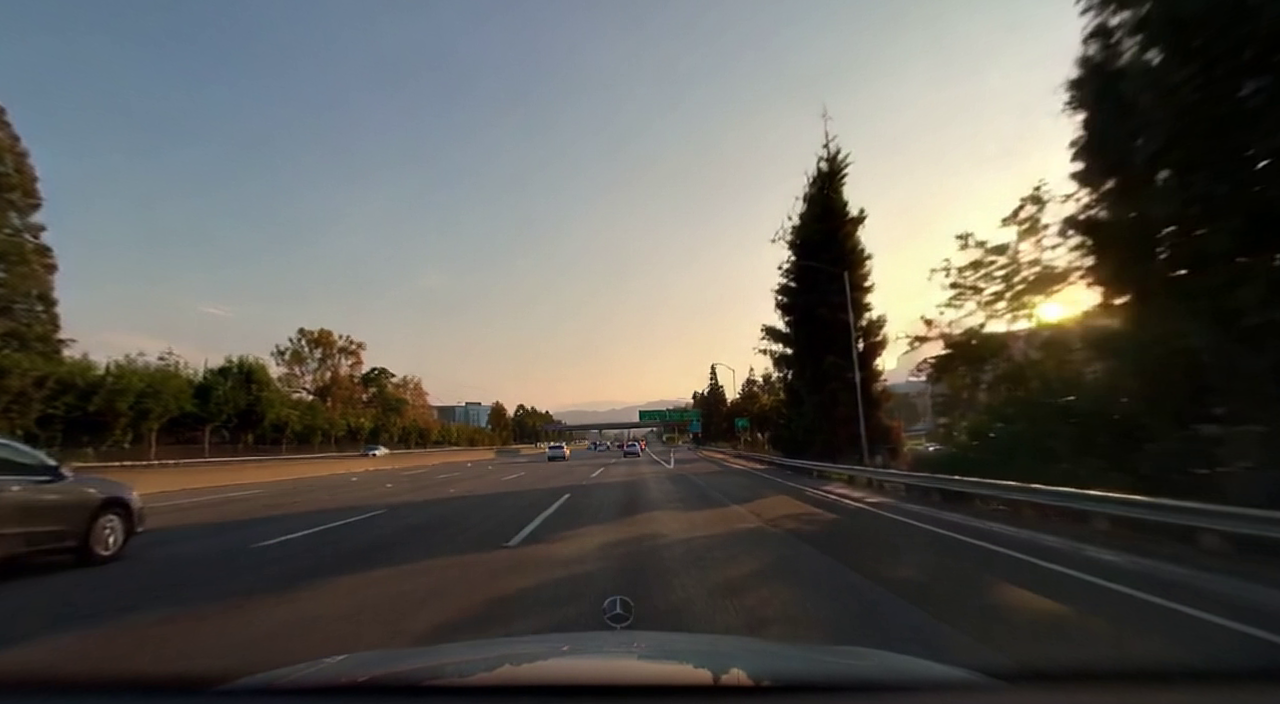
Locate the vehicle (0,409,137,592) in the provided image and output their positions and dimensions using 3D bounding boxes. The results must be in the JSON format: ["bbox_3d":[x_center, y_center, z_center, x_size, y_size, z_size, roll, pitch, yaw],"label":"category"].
[{"bbox_3d":[-6.674,1.168,4.637,2.016,1.606,4.806,0,-9,-1],"label":"vehicle"}]
